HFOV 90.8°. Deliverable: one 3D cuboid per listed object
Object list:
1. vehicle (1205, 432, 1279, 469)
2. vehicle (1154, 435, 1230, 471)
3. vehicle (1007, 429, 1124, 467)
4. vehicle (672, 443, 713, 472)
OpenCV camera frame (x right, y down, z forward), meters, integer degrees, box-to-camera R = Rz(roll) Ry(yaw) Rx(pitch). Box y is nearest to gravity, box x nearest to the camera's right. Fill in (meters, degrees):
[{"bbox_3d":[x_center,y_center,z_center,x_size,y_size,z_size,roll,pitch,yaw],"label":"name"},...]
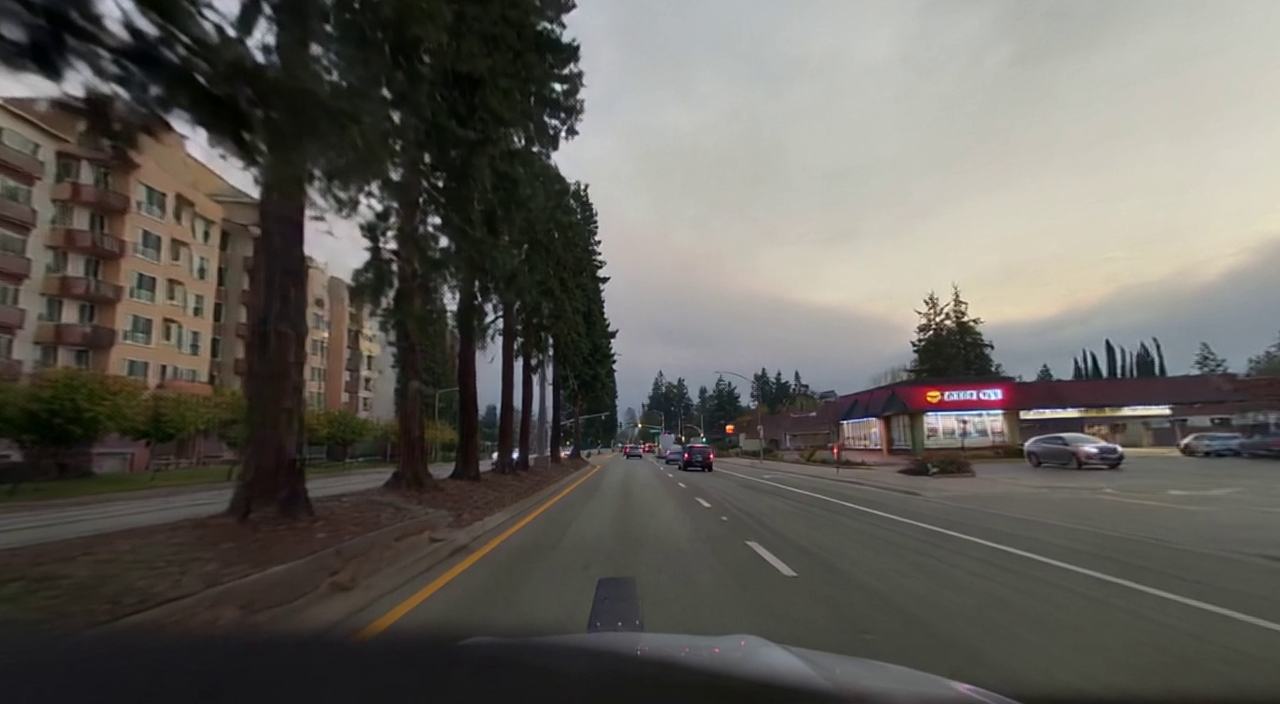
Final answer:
[{"bbox_3d":[34.019,5.513,35.558,2.181,1.901,4.222,-4,-9,28],"label":"vehicle"},{"bbox_3d":[31.711,5.773,36.428,2.269,1.862,4.495,-3,-9,28],"label":"vehicle"},{"bbox_3d":[20.602,4.659,30.719,4.210,1.727,2.227,2,-7,-8],"label":"vehicle"},{"bbox_3d":[3.128,6.360,38.423,2.041,1.531,4.236,1,-8,-1],"label":"vehicle"}]
